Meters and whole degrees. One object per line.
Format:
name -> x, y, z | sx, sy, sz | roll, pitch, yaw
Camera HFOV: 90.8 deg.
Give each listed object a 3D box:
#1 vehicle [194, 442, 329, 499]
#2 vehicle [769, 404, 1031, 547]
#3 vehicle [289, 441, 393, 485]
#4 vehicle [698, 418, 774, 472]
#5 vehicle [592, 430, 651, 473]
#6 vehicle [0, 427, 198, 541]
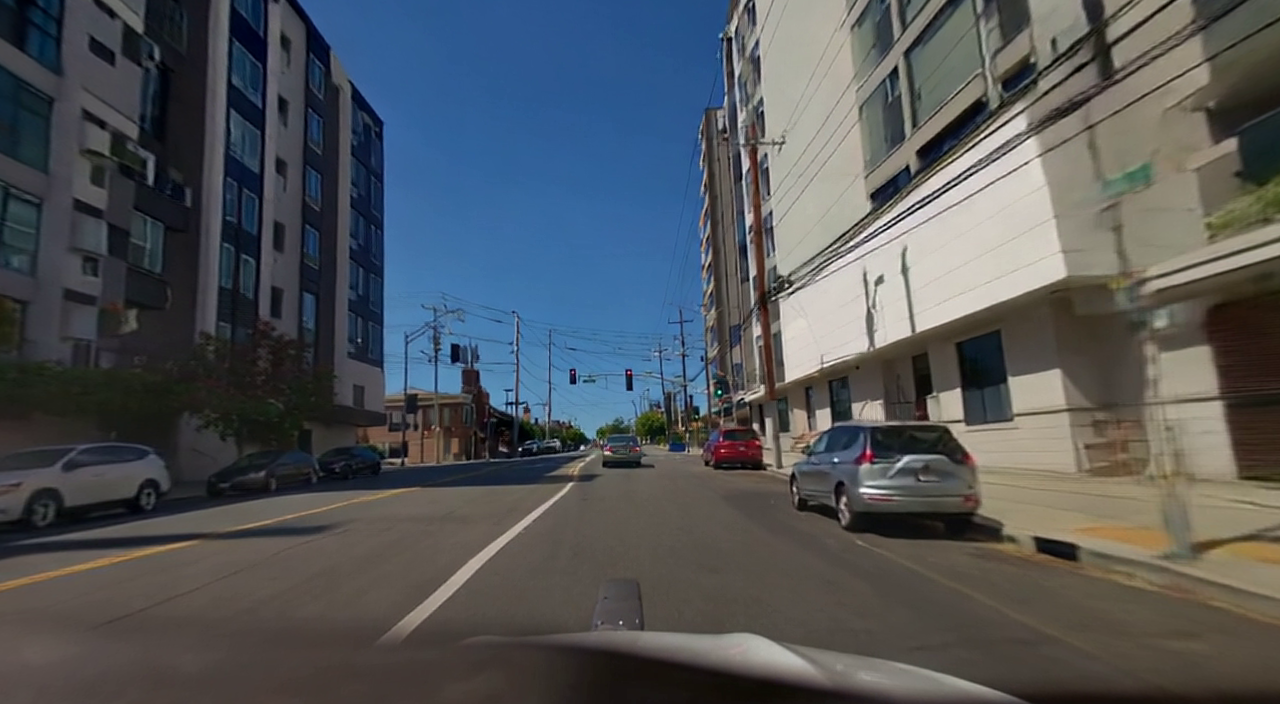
vehicle -> -12.012, 3.739, 20.401 | 2.004, 1.526, 3.807 | -2, -7, 0
vehicle -> 3.703, 1.820, 10.142 | 2.186, 1.764, 4.470 | 0, -7, -2
vehicle -> -11.990, 4.431, 25.718 | 1.910, 1.498, 4.662 | -2, -7, 1
vehicle -> 3.728, 3.705, 25.590 | 2.248, 1.945, 5.011 | 0, -7, -1
vehicle -> -0.626, 3.634, 23.558 | 2.019, 1.453, 4.129 | 0, -7, 0
vehicle -> -11.872, 2.537, 13.114 | 1.997, 1.918, 4.736 | 0, -7, -2
